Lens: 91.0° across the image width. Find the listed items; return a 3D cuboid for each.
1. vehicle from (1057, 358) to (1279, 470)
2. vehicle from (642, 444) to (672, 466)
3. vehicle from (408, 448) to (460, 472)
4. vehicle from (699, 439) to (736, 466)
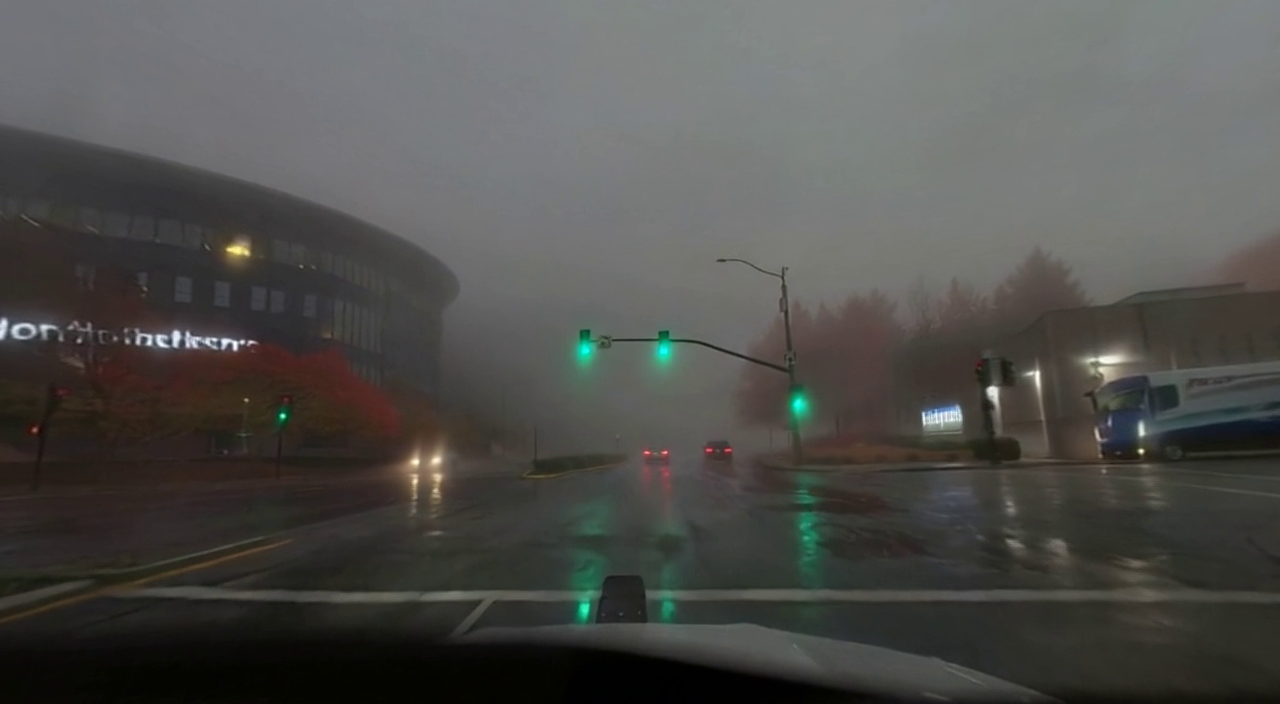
[{"bbox_3d":[21.000,2.174,21.445,10.893,3.534,3.195,0,-9,4],"label":"vehicle"},{"bbox_3d":[1.361,7.728,47.427,2.014,1.525,4.197,-1,-9,5],"label":"vehicle"},{"bbox_3d":[-14.238,7.464,43.766,1.904,1.582,4.111,-1,-9,5],"label":"vehicle"},{"bbox_3d":[5.311,6.966,43.822,2.174,1.749,4.739,0,-9,2],"label":"vehicle"}]
